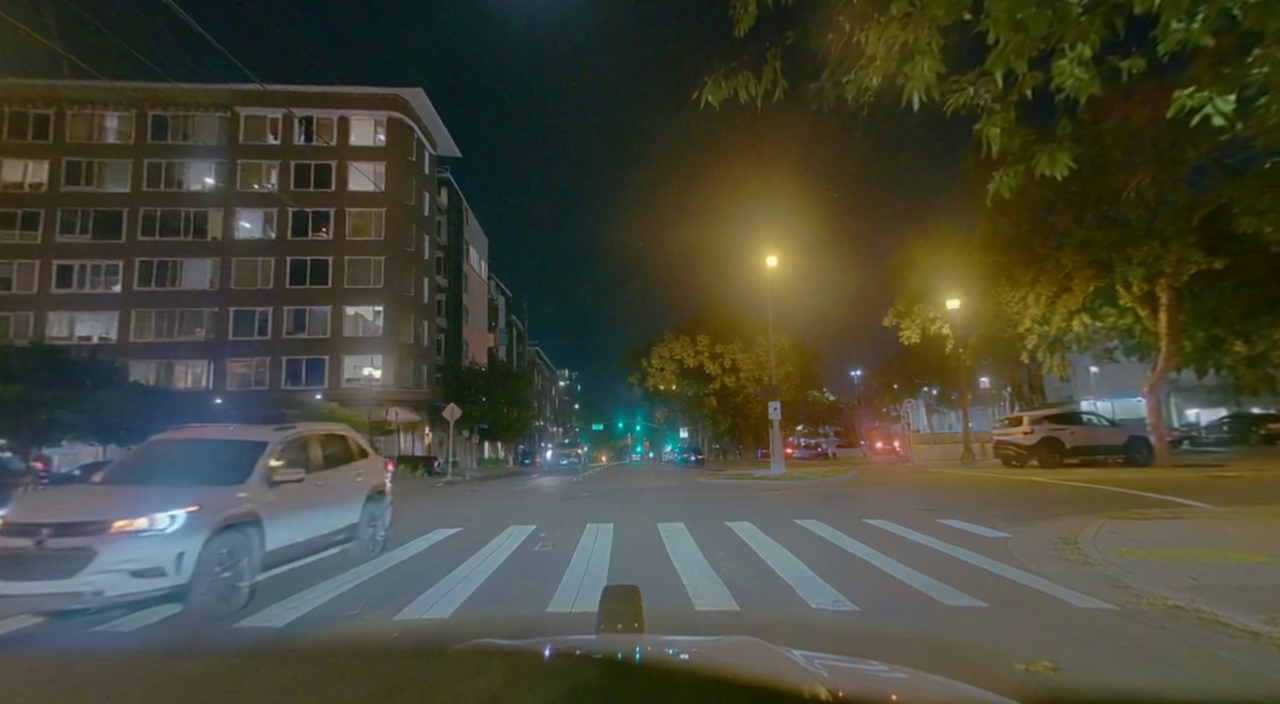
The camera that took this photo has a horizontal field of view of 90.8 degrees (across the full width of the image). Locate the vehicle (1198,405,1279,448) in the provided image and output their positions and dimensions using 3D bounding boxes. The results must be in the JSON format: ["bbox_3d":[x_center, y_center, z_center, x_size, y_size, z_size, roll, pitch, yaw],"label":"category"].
[{"bbox_3d":[27.844,3.323,27.892,1.894,1.757,4.692,0,-9,-3],"label":"vehicle"}]

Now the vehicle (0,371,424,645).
[{"bbox_3d":[-4.897,1.595,7.496,2.395,1.865,5.982,-5,-9,2],"label":"vehicle"}]

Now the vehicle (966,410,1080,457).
[{"bbox_3d":[16.770,3.663,27.981,2.041,1.921,4.574,0,-9,-2],"label":"vehicle"}]

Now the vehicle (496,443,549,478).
[{"bbox_3d":[-7.572,7.030,41.277,2.193,1.814,5.061,-9,-9,0],"label":"vehicle"}]

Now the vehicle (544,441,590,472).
[{"bbox_3d":[-4.410,6.364,38.619,2.102,1.768,4.290,-1,-8,3],"label":"vehicle"}]

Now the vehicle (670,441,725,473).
[{"bbox_3d":[3.205,5.687,34.385,1.942,1.603,3.785,-4,-9,22],"label":"vehicle"}]

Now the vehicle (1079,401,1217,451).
[{"bbox_3d":[22.332,3.400,28.128,2.137,1.962,4.988,-1,-9,3],"label":"vehicle"}]
